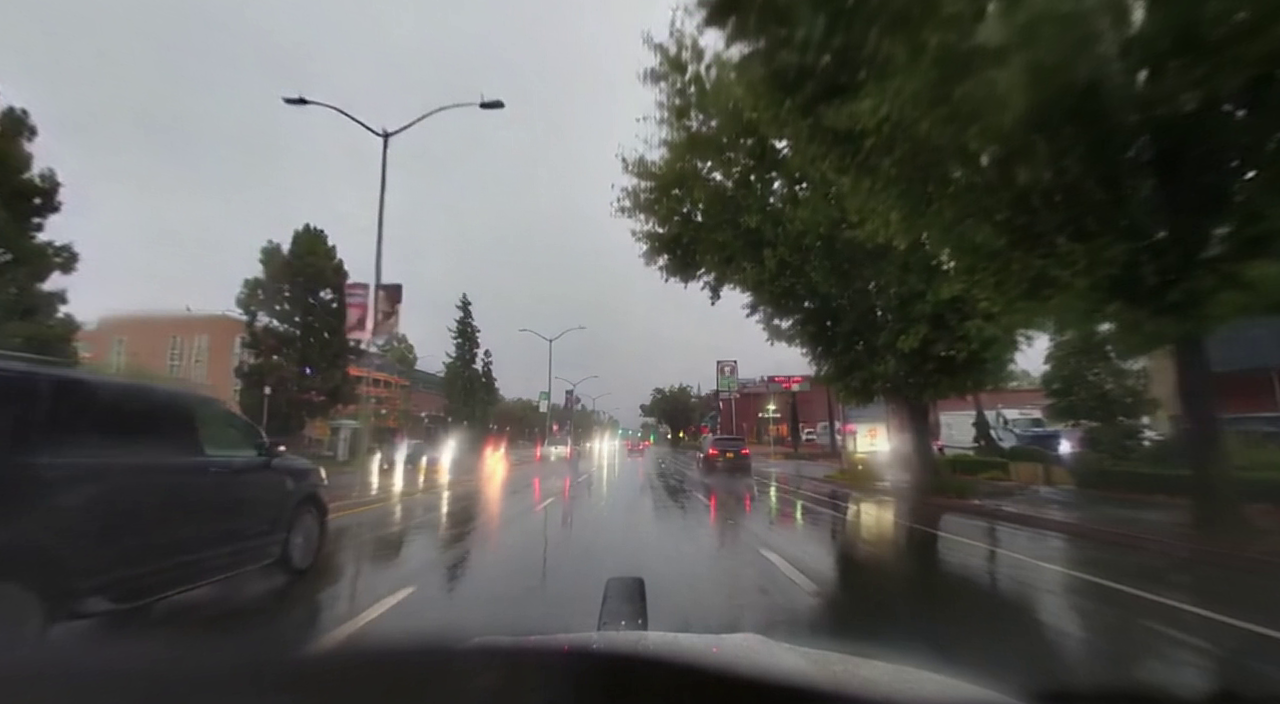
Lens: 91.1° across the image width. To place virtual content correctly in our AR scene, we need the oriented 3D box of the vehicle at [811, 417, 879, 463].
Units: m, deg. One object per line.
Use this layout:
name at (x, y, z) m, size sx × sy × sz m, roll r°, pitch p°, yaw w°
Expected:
vehicle at (15.767, 6.882, 49.059) m, size 2.642 × 3.252 × 8.515 m, roll 1°, pitch -8°, yaw 1°

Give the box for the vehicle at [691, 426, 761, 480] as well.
vehicle at (3.281, 3.941, 24.789) m, size 2.024 × 1.921 × 4.431 m, roll 0°, pitch -8°, yaw -2°

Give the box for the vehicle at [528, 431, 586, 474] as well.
vehicle at (-3.638, 4.477, 28.235) m, size 2.014 × 1.775 × 4.404 m, roll 0°, pitch -8°, yaw 0°

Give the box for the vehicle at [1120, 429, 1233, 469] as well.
vehicle at (26.945, 4.877, 31.619) m, size 3.820 × 1.818 × 1.962 m, roll -2°, pitch -8°, yaw -1°

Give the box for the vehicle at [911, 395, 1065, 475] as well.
vehicle at (15.852, 3.972, 29.406) m, size 2.919 × 3.125 × 7.218 m, roll 2°, pitch -9°, yaw -1°

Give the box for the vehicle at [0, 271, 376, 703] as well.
vehicle at (-3.599, 0.797, 3.423) m, size 2.210 × 1.925 × 4.838 m, roll 0°, pitch -8°, yaw 0°
